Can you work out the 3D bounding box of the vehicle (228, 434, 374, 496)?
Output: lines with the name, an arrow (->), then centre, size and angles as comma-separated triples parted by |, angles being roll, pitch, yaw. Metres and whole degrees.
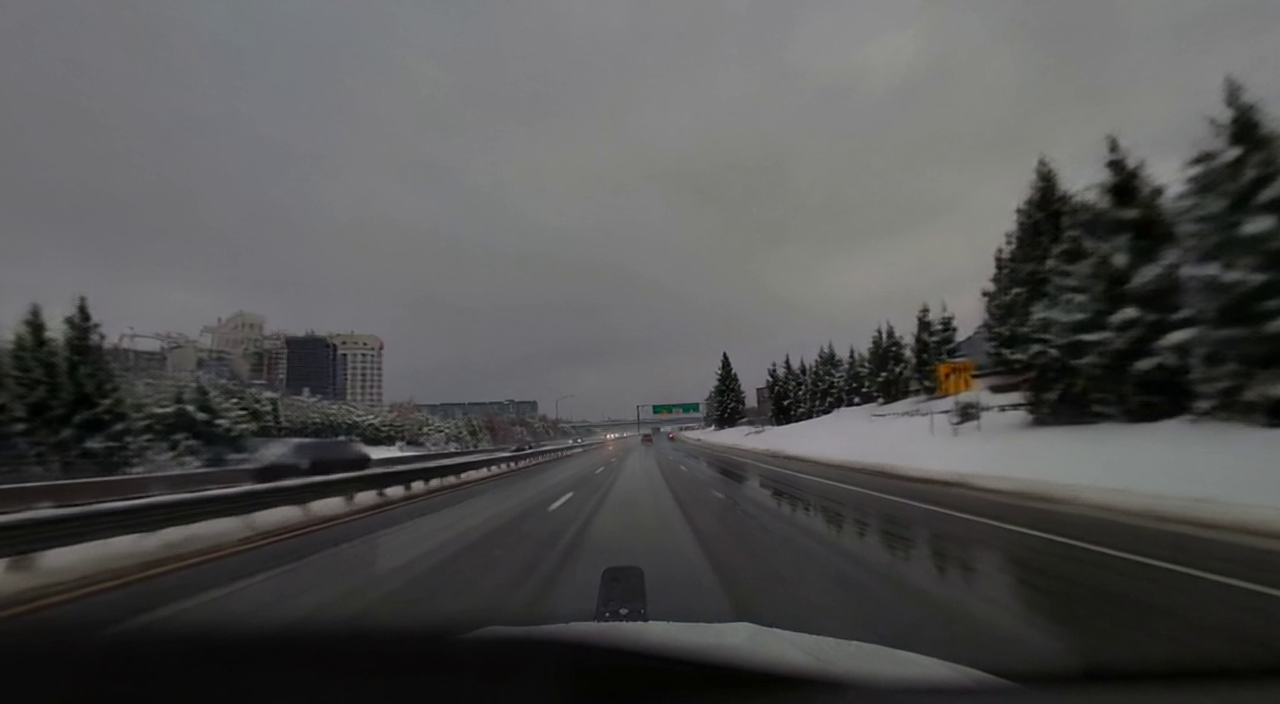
vehicle -> -10.987, 3.676, 20.971 | 2.136, 1.808, 4.782 | 0, -8, 0
